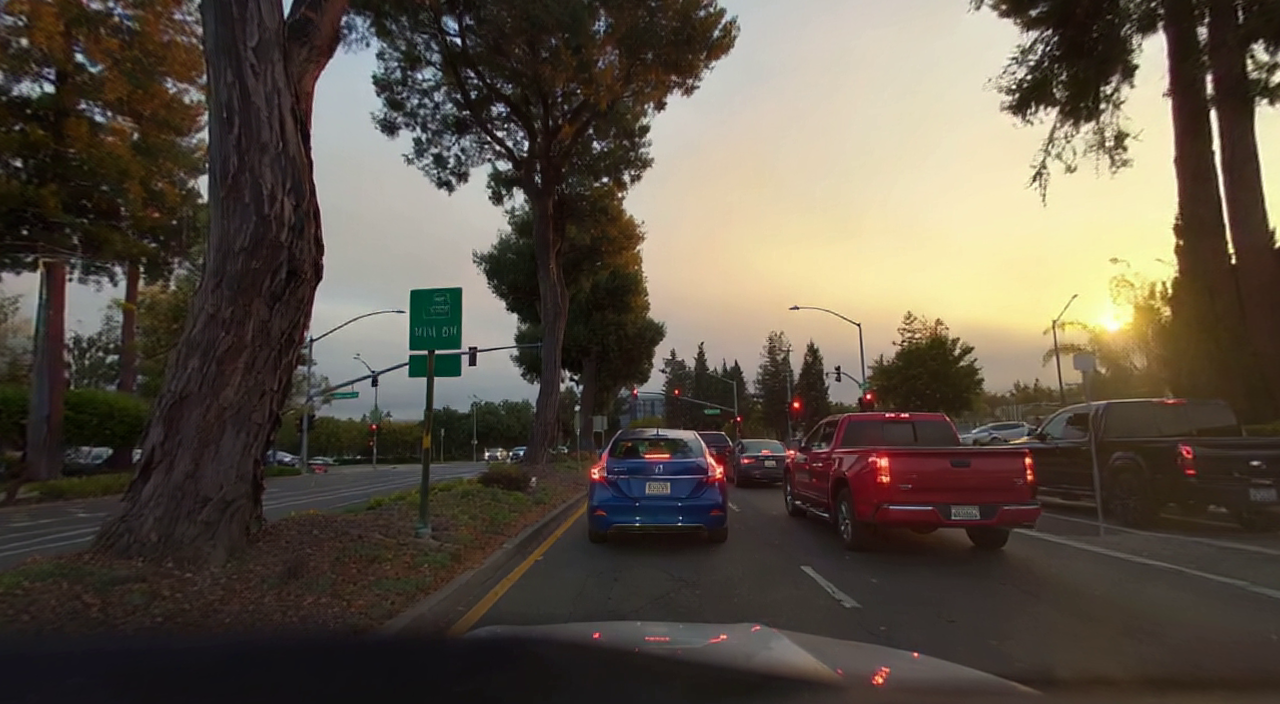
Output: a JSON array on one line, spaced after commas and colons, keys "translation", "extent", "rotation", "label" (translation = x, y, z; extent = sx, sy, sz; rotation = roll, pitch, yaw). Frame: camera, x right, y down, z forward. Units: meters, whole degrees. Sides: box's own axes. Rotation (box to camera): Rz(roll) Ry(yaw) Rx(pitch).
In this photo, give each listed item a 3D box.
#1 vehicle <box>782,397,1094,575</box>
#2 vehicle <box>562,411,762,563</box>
[{"translation": [3.391, 1.628, 8.366], "extent": [2.099, 1.725, 4.290], "rotation": [0, -8, 2], "label": "vehicle"}, {"translation": [0.249, 1.778, 8.965], "extent": [2.168, 1.641, 4.039], "rotation": [0, -8, 0], "label": "vehicle"}]
